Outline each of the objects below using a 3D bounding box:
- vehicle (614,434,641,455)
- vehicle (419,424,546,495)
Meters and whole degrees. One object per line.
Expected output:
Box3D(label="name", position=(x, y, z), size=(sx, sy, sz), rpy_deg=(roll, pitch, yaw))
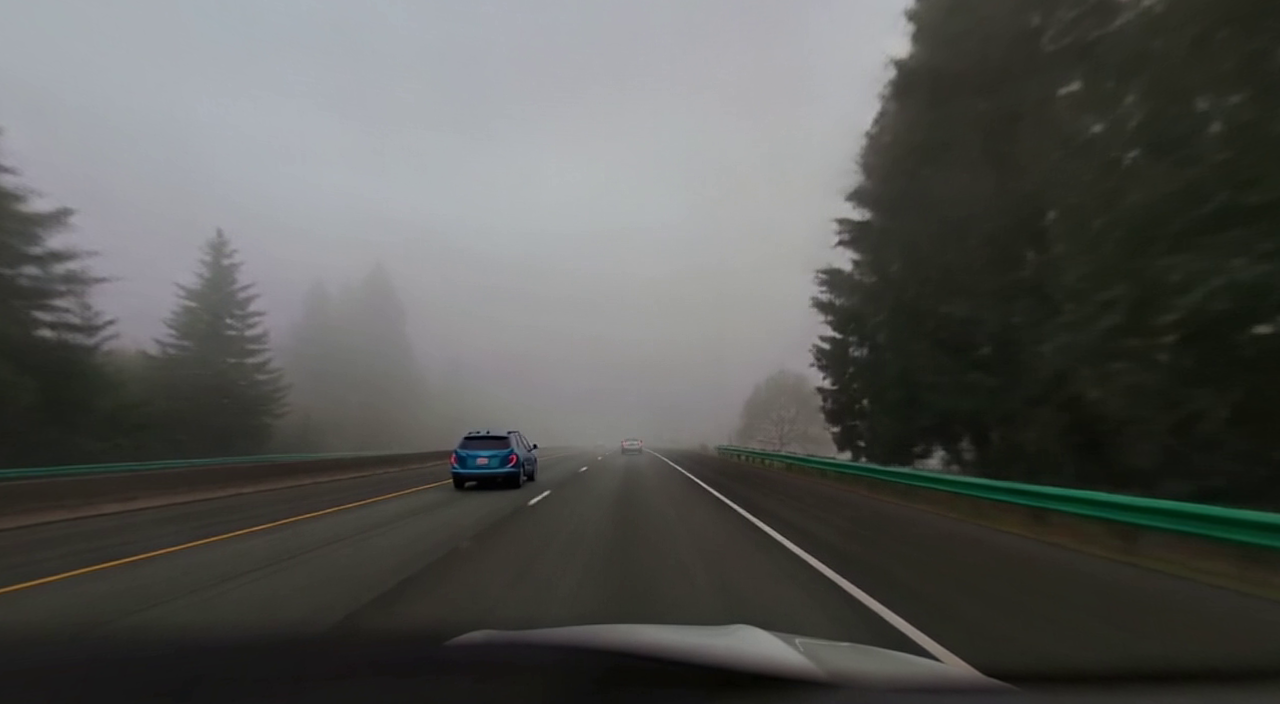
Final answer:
Box3D(label="vehicle", position=(-0.910, 6.564, 44.877), size=(1.836, 1.450, 3.519), rpy_deg=(0, -8, -1))
Box3D(label="vehicle", position=(-3.803, 2.670, 16.200), size=(2.072, 1.545, 4.767), rpy_deg=(0, -8, 0))
